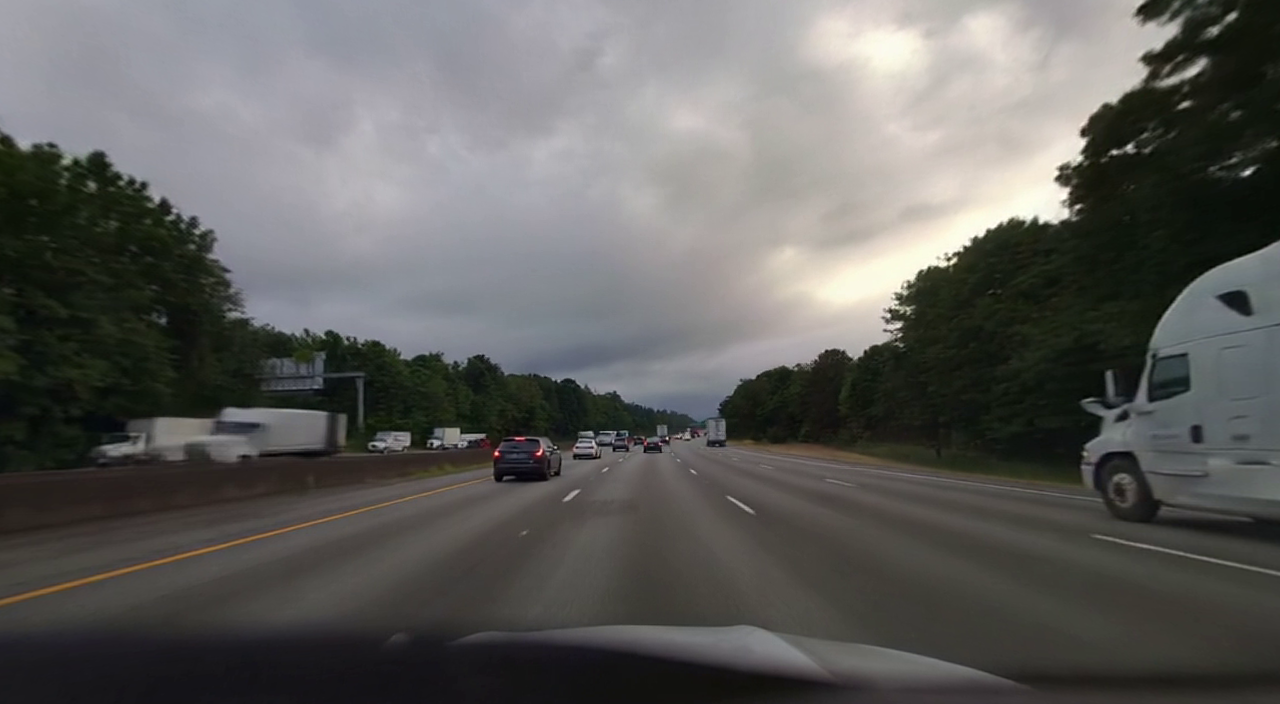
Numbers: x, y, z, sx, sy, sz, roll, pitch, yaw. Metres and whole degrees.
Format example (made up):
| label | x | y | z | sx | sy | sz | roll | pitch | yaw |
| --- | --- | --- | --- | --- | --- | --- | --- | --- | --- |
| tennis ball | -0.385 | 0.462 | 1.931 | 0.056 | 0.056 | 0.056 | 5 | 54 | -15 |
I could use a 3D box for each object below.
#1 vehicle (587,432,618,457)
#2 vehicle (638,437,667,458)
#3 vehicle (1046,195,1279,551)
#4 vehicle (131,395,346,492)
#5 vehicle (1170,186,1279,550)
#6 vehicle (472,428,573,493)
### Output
| label | x | y | z | sx | sy | sz | roll | pitch | yaw |
| --- | --- | --- | --- | --- | --- | --- | --- | --- | --- |
| vehicle | -2.861 | 7.176 | 49.036 | 2.064 | 1.826 | 4.263 | 0 | -8 | 1 |
| vehicle | 0.900 | 6.923 | 45.913 | 2.004 | 1.465 | 3.842 | 0 | -8 | 0 |
| vehicle | 8.704 | 0.349 | 7.939 | 3.005 | 3.976 | 5.847 | 0 | -8 | -1 |
| vehicle | -11.649 | 2.731 | 19.146 | 2.357 | 2.442 | 6.242 | 0 | -8 | 0 |
| vehicle | 8.912 | -0.592 | 1.402 | 2.866 | 4.100 | 14.057 | 0 | -8 | -2 |
| vehicle | -3.189 | 3.015 | 18.023 | 2.137 | 1.618 | 4.209 | 0 | -8 | -1 |
